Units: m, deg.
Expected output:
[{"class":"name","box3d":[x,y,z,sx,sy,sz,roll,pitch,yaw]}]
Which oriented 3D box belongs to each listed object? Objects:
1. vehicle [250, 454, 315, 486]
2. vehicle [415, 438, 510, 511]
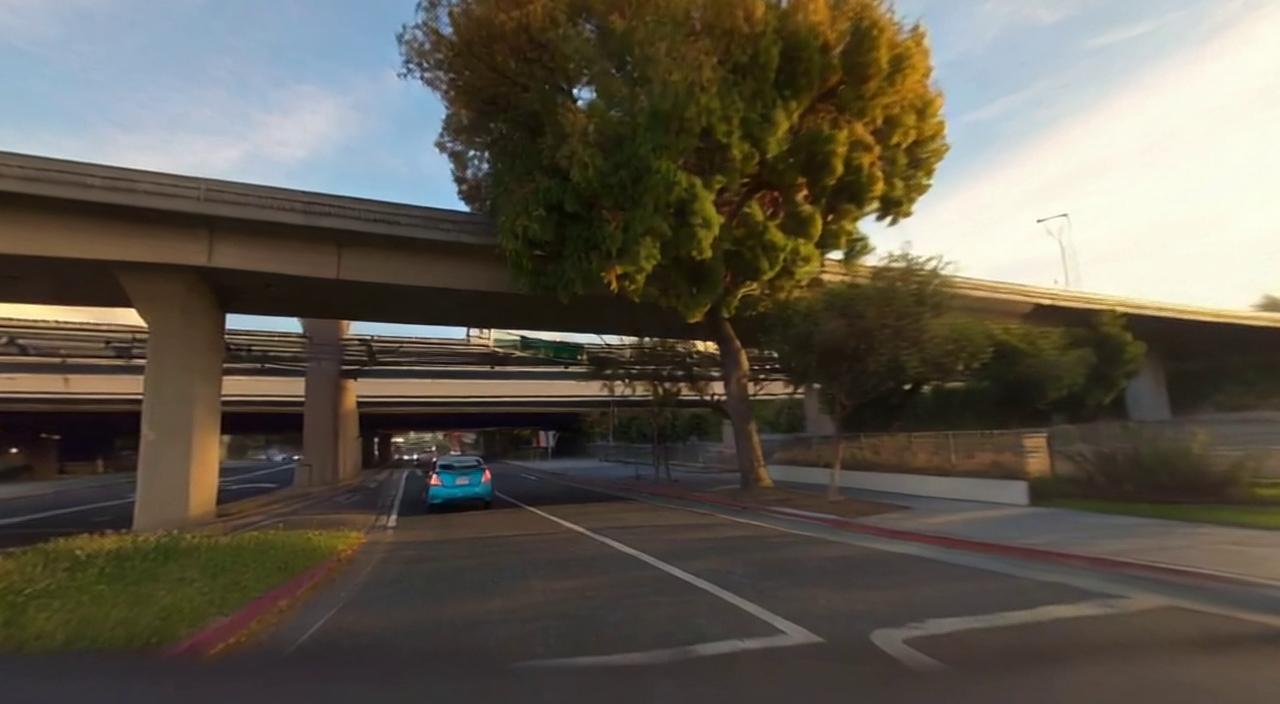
[{"class":"vehicle","box3d":[-19.011,6.276,33.673,2.009,1.523,4.641,3,-9,-17]},{"class":"vehicle","box3d":[-4.627,3.038,16.063,1.976,1.584,3.772,3,-9,-20]}]
